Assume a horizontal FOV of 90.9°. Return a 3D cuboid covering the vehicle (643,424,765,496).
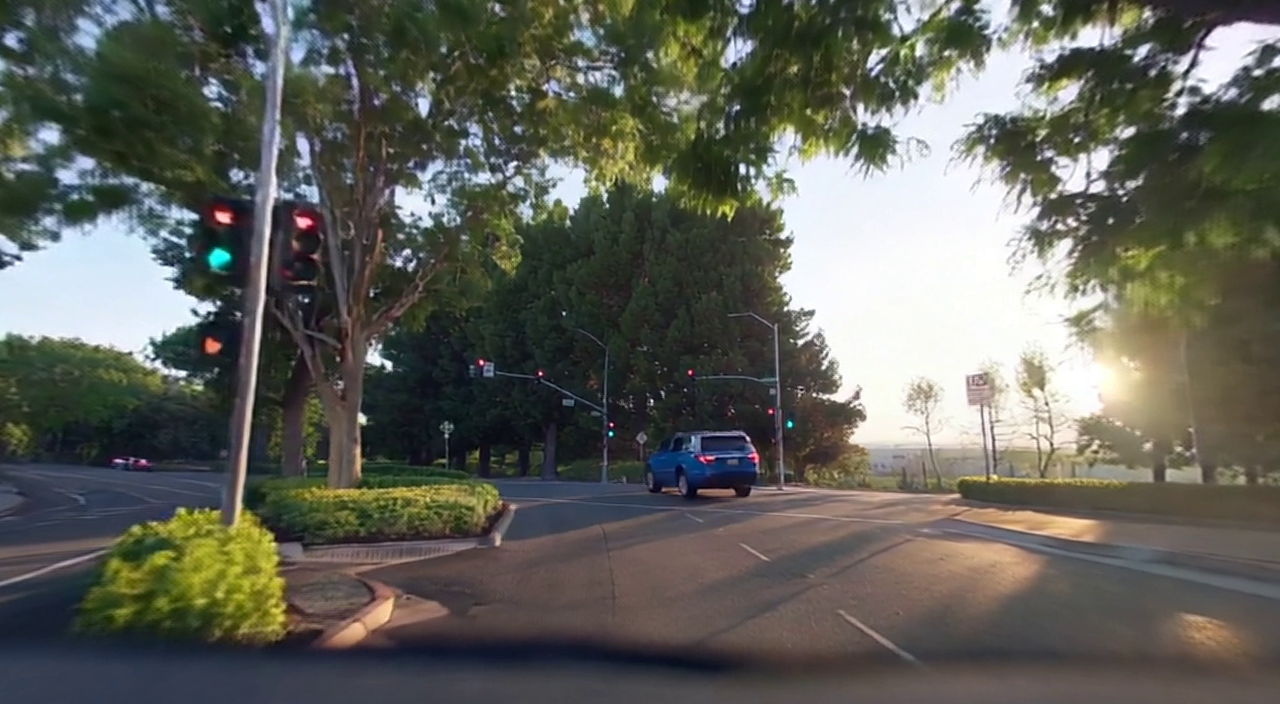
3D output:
[{"bbox_3d":[1.629,3.071,18.309,2.284,1.788,4.871,1,-8,-10],"label":"vehicle"}]
